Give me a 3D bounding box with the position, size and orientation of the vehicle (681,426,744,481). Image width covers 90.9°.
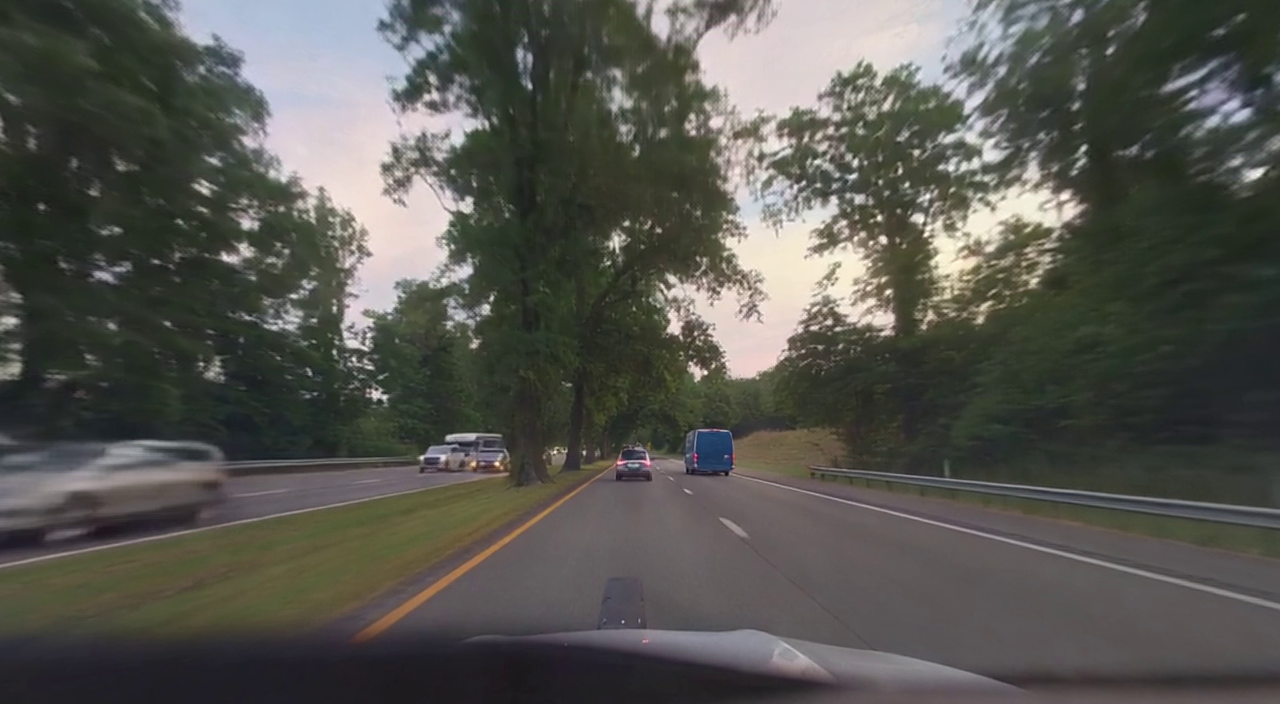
[{"bbox_3d":[3.721,5.390,33.649,2.513,2.633,5.930,0,-9,-2],"label":"vehicle"}]

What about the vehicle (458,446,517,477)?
[{"bbox_3d":[-7.594,5.485,31.736,1.911,1.461,3.984,0,-9,1],"label":"vehicle"}]

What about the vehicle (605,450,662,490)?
[{"bbox_3d":[-0.250,4.583,24.752,2.037,1.417,3.885,0,-9,0],"label":"vehicle"}]

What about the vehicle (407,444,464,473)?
[{"bbox_3d":[-12.445,6.494,38.661,2.121,1.659,4.292,0,-9,0],"label":"vehicle"}]

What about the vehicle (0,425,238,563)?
[{"bbox_3d":[-7.760,1.780,8.406,1.952,1.449,4.276,0,-9,0],"label":"vehicle"}]
